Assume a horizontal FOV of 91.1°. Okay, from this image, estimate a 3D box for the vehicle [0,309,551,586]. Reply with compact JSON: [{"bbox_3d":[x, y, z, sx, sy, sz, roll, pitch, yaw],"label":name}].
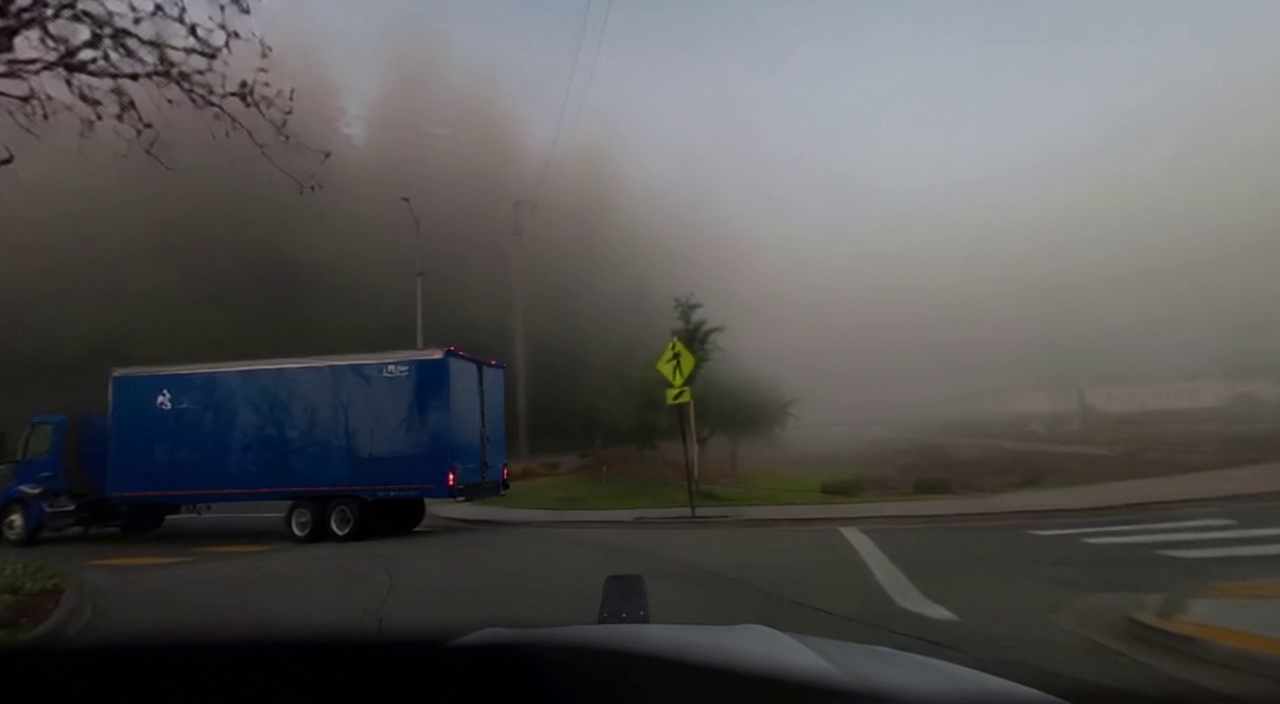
[{"bbox_3d":[-6.493,1.552,10.671,9.680,3.326,2.838,-3,-8,21],"label":"vehicle"}]
